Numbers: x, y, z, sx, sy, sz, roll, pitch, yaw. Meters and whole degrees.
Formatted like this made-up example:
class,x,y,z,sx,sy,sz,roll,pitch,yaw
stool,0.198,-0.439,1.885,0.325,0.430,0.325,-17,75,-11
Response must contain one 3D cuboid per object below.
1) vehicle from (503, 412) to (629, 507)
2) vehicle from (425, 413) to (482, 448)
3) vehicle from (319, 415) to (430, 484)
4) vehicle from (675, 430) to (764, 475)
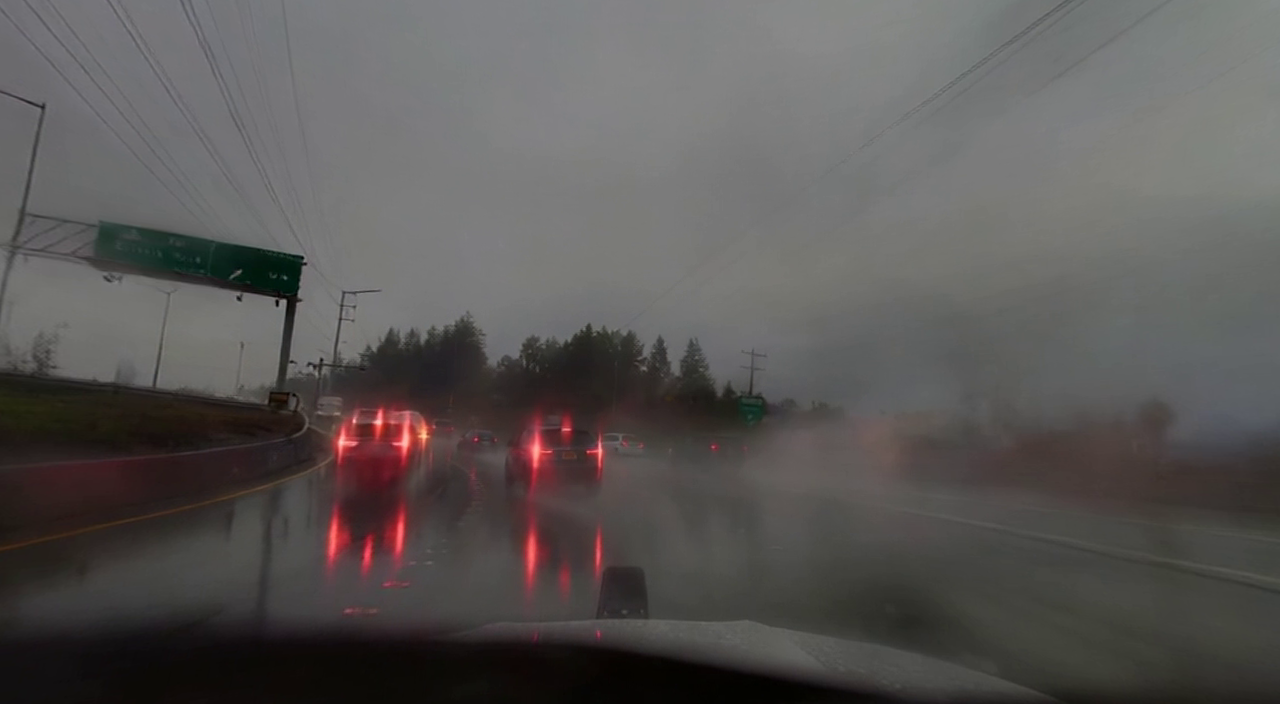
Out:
class,x,y,z,sx,sy,sz,roll,pitch,yaw
vehicle,-1.803,2.311,13.917,2.140,1.724,4.304,2,-9,-15
vehicle,-10.490,4.459,35.240,2.042,1.817,4.650,5,-10,-27
vehicle,-6.618,2.501,16.243,2.033,1.501,4.623,2,-9,-16
vehicle,3.419,4.471,28.269,2.079,1.807,4.682,3,-9,-19
